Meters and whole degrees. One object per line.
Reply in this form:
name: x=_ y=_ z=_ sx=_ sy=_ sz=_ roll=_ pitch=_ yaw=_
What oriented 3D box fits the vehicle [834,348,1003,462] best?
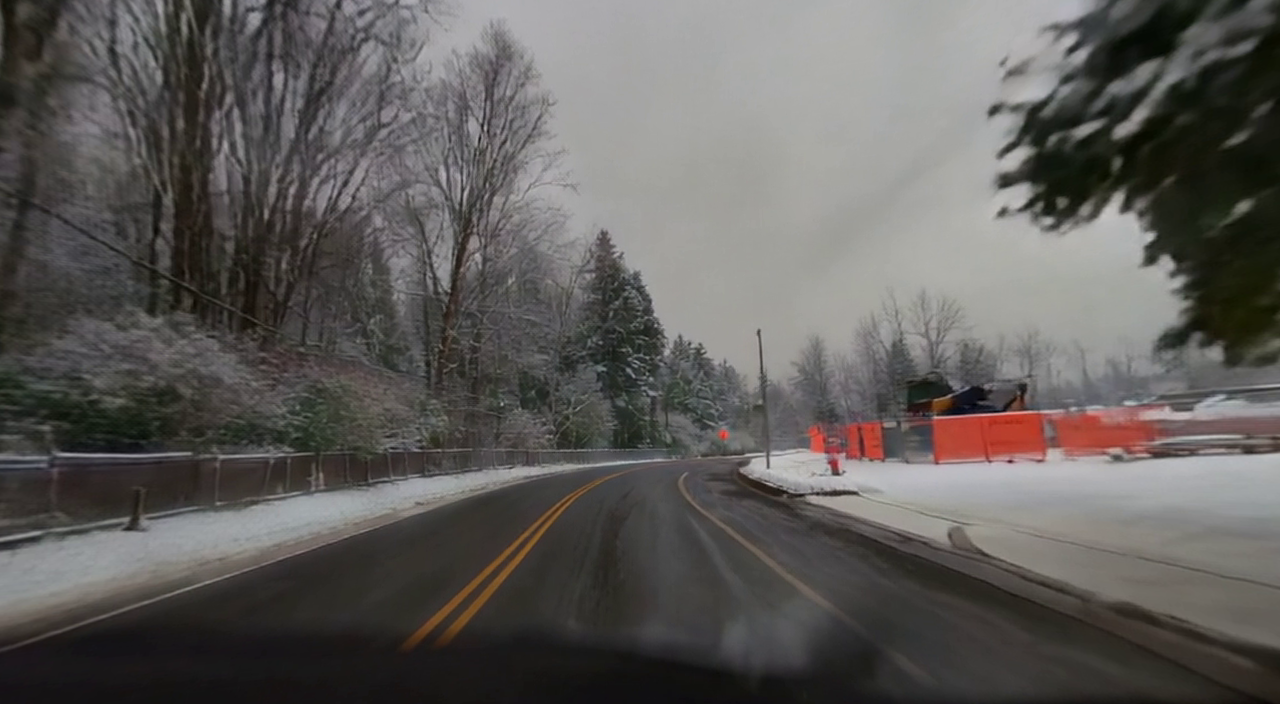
vehicle: x=10.667 y=2.485 z=25.879 sx=2.984 sy=3.691 sz=10.409 roll=-2 pitch=-9 yaw=5
